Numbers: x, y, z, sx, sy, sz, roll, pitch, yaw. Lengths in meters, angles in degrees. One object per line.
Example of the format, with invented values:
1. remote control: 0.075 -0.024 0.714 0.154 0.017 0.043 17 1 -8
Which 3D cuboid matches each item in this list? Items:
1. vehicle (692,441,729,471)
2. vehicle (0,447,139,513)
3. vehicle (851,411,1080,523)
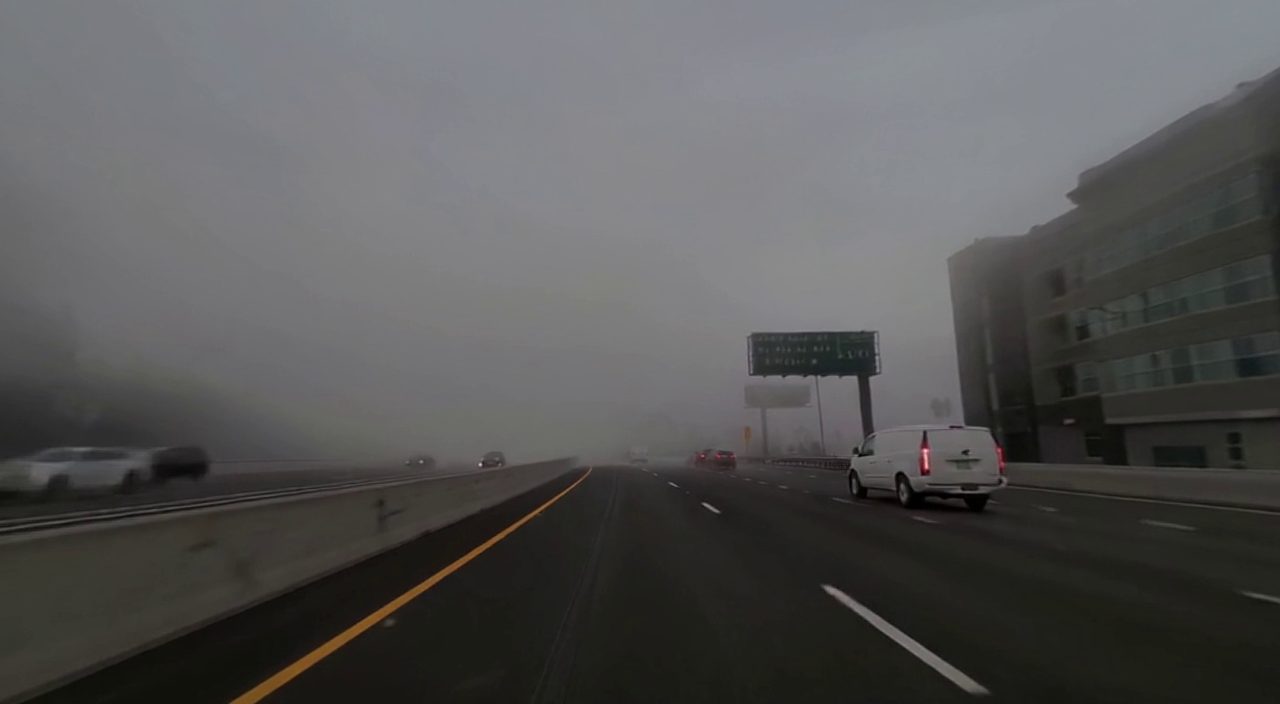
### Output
1. vehicle: 5.424 8.072 49.096 2.043 2.154 4.731 1 -9 -4
2. vehicle: -16.992 3.493 17.677 2.079 1.623 4.775 0 -9 -1
3. vehicle: 6.600 2.417 13.715 2.181 1.952 4.973 0 -9 -2
